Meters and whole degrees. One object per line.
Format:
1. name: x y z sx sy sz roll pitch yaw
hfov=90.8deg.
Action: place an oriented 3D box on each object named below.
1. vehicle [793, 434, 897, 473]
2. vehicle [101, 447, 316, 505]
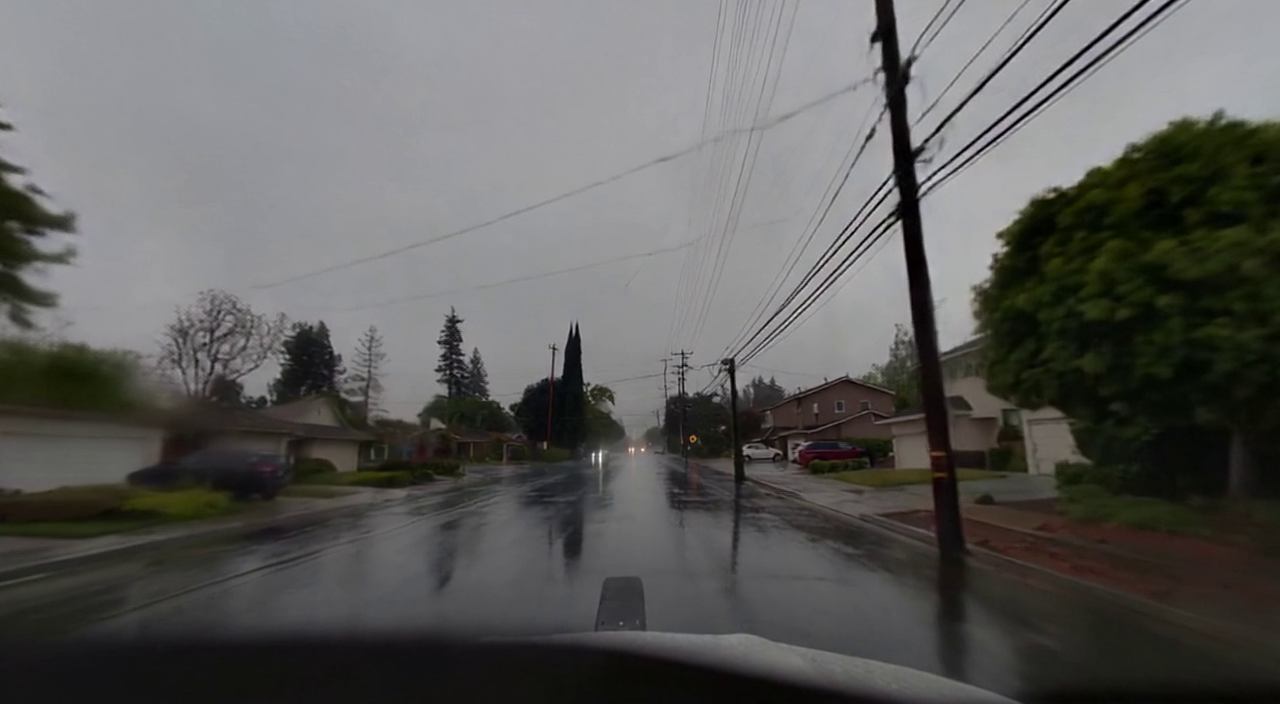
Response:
1. vehicle: 10.538 5.249 32.782 4.686 1.786 2.019 -3 -8 6
2. vehicle: -12.568 3.593 18.625 4.893 1.567 2.105 -1 -8 5
